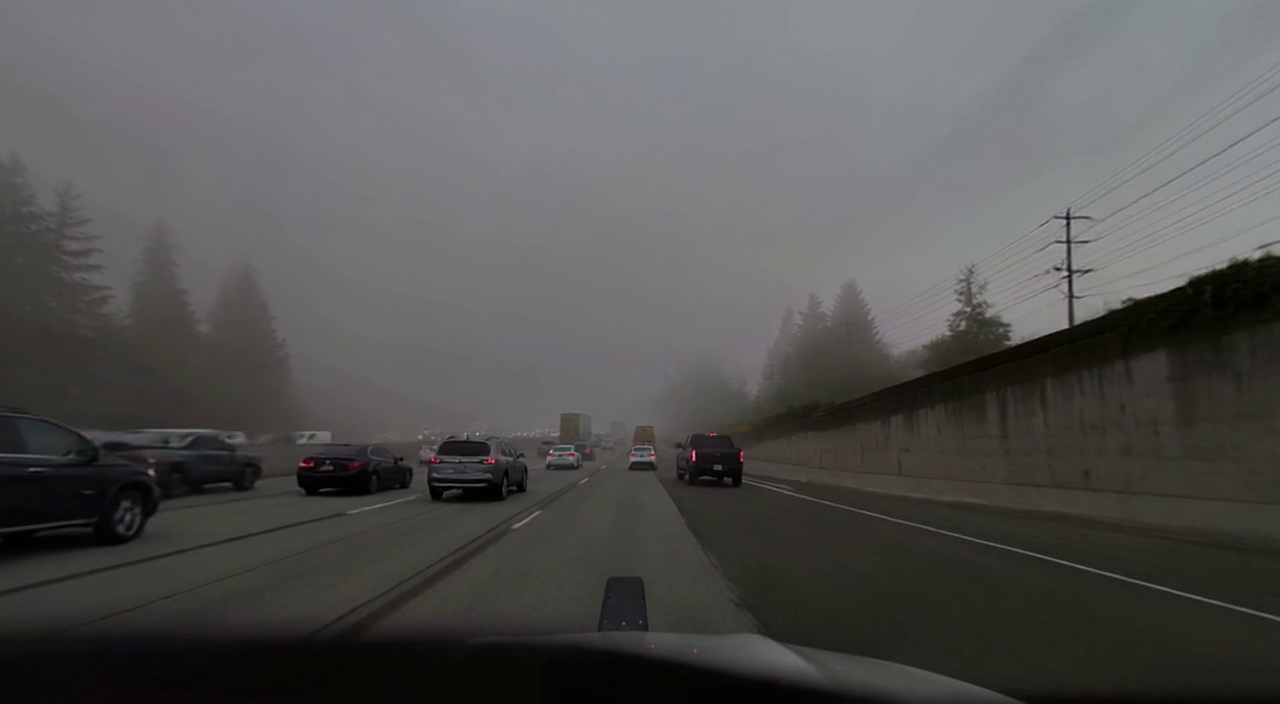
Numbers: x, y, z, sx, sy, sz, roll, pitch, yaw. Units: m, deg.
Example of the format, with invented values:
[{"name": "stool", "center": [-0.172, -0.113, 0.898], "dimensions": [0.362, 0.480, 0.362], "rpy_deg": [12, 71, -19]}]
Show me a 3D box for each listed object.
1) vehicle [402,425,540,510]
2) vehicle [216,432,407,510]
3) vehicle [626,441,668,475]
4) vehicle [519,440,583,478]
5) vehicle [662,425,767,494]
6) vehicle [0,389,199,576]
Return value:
[{"name": "vehicle", "center": [-3.800, 2.692, 15.151], "dimensions": [2.026, 1.719, 4.490], "rpy_deg": [0, -8, 1]}, {"name": "vehicle", "center": [-7.391, 2.704, 14.893], "dimensions": [1.985, 1.529, 4.710], "rpy_deg": [0, -8, 0]}, {"name": "vehicle", "center": [0.337, 5.544, 33.258], "dimensions": [2.092, 1.671, 3.889], "rpy_deg": [0, -8, -1]}, {"name": "vehicle", "center": [-3.798, 4.658, 27.822], "dimensions": [2.049, 1.530, 4.707], "rpy_deg": [0, -8, 1]}, {"name": "vehicle", "center": [2.417, 3.748, 22.485], "dimensions": [2.793, 2.132, 5.682], "rpy_deg": [0, -8, -3]}, {"name": "vehicle", "center": [-7.407, 1.337, 6.558], "dimensions": [2.222, 1.825, 4.640], "rpy_deg": [0, -8, 1]}]
